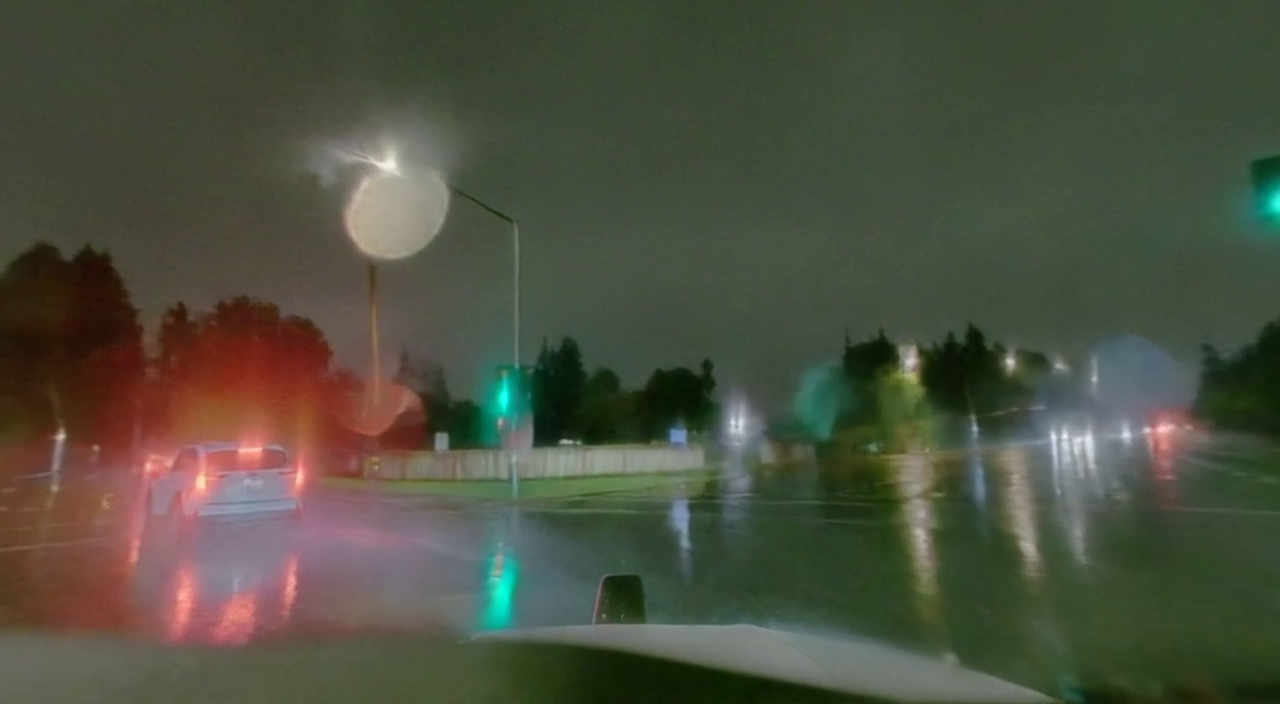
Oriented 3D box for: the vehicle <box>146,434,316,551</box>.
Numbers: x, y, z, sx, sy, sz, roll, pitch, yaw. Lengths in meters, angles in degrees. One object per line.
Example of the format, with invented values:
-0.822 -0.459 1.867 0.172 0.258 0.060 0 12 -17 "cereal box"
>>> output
-8.259 2.597 12.559 2.230 1.827 4.580 7 -11 -38 "vehicle"
